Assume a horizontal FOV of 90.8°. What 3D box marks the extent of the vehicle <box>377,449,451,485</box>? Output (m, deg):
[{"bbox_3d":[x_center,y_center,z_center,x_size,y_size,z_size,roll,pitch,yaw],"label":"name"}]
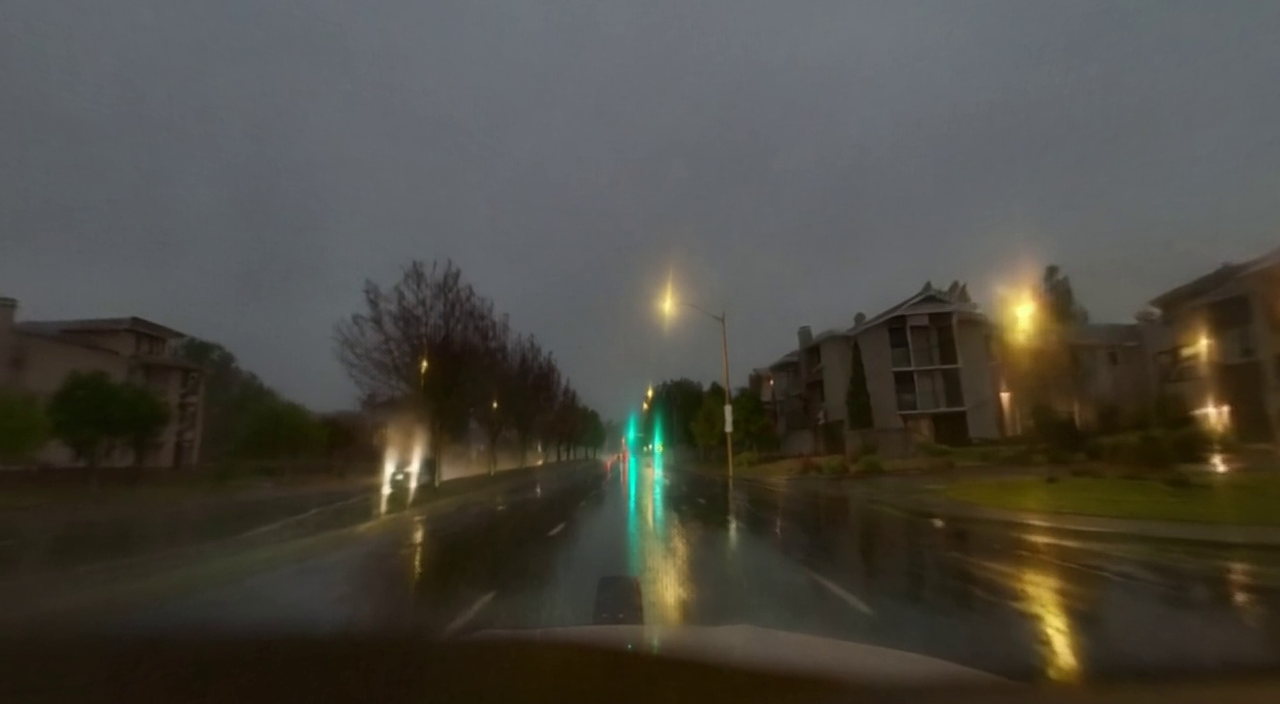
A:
[{"bbox_3d":[-11.567,5.870,32.706,2.070,1.669,4.576,0,-8,0],"label":"vehicle"}]
